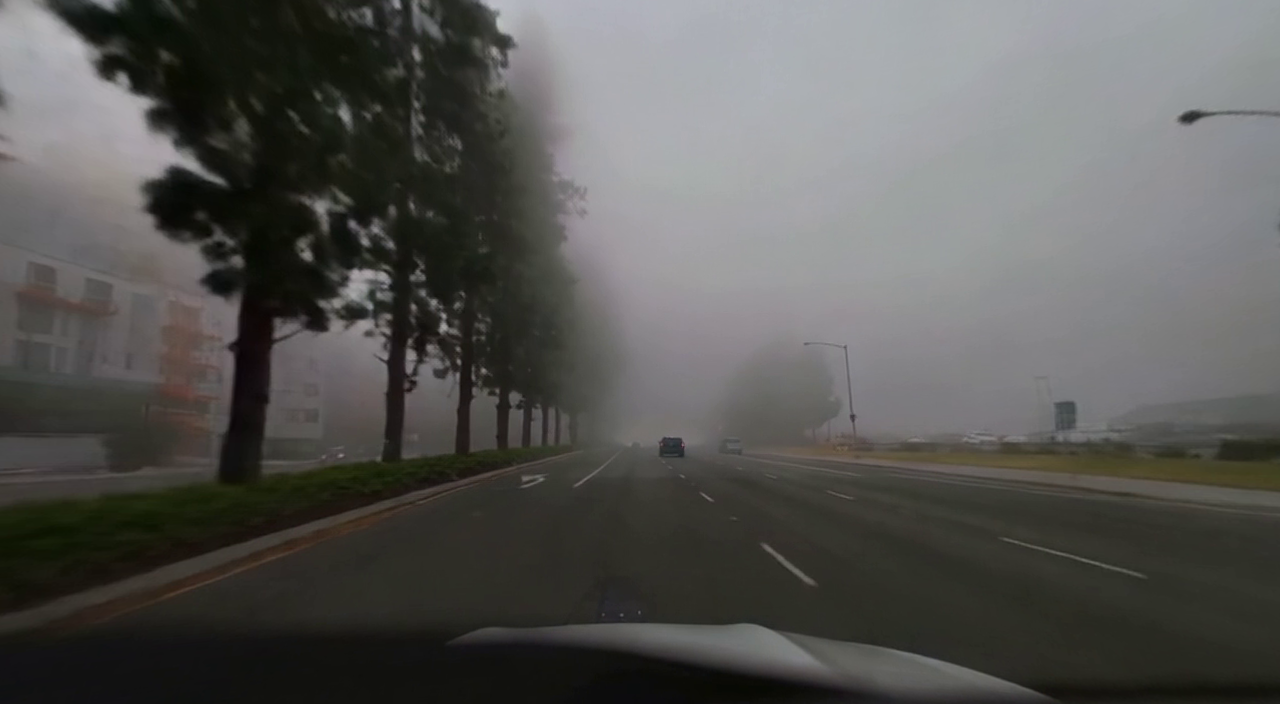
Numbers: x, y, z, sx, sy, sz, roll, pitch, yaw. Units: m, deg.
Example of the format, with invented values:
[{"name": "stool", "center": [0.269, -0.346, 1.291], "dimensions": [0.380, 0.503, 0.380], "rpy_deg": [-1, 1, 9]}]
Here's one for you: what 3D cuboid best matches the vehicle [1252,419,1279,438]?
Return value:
[{"name": "vehicle", "center": [49.393, 5.998, 49.327], "dimensions": [1.864, 1.390, 4.393], "rpy_deg": [-8, -11, 39]}]
